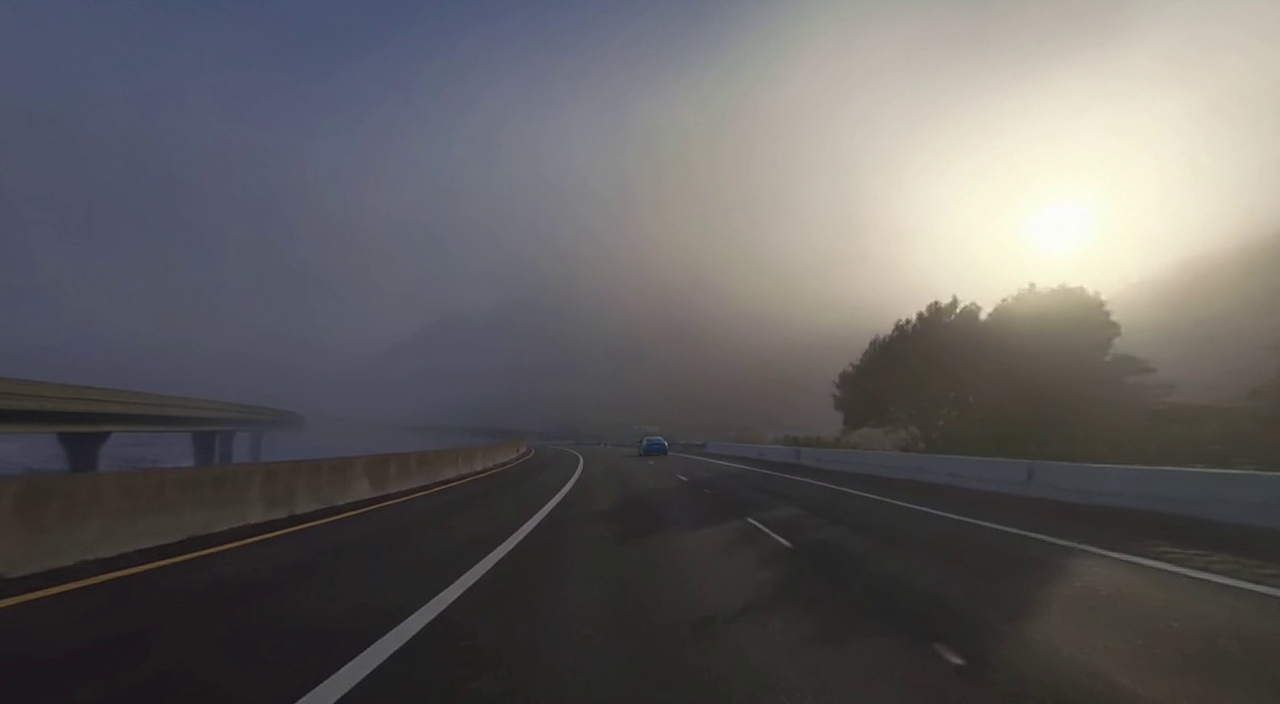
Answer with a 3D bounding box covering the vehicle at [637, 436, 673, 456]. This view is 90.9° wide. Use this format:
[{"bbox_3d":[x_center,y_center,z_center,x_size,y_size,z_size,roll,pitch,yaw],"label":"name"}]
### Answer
[{"bbox_3d":[1.100,7.279,48.640,1.985,1.440,4.466,1,-8,-9],"label":"vehicle"}]
